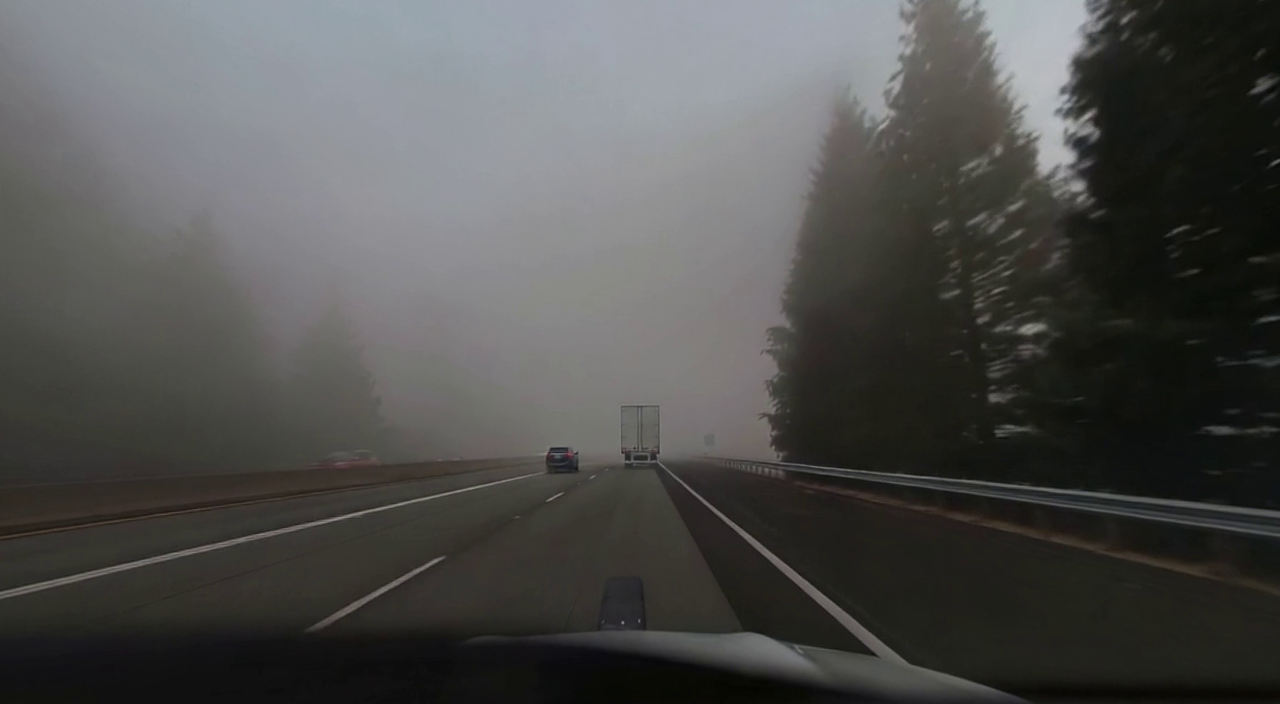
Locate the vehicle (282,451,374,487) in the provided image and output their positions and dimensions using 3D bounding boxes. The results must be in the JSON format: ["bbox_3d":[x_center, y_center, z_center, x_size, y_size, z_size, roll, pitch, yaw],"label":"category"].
[{"bbox_3d":[-13.985,5.243,28.553,1.900,1.458,4.276,0,-9,1],"label":"vehicle"}]

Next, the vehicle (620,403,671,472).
[{"bbox_3d":[0.351,5.709,41.492,2.899,3.966,10.053,0,-9,0],"label":"vehicle"}]

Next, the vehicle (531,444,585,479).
[{"bbox_3d":[-3.942,5.330,30.894,2.063,1.583,4.049,0,-9,1],"label":"vehicle"}]
